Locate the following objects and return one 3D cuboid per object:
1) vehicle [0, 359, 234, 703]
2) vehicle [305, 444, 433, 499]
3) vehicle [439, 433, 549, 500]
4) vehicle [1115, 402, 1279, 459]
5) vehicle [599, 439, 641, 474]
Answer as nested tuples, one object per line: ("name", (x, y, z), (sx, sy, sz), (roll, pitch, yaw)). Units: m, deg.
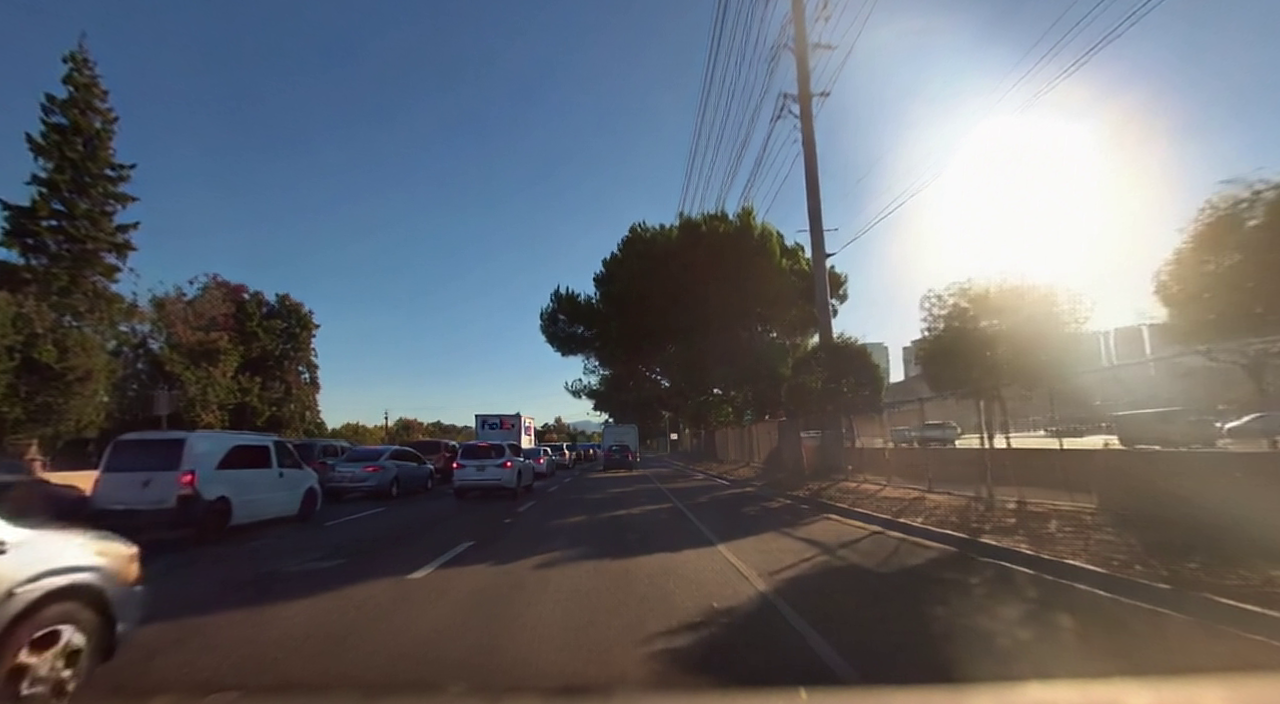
("vehicle", (-3.805, 0.741, 1.616), (2.388, 1.692, 4.684), (0, -8, 0))
("vehicle", (-8.256, 3.640, 19.795), (1.909, 1.473, 5.050), (0, -8, -2))
("vehicle", (-4.028, 3.250, 18.334), (2.057, 1.673, 4.934), (0, -8, 0))
("vehicle", (31.231, 4.432, 35.256), (7.011, 3.014, 2.594), (0, -9, -1))
("vehicle", (-1.065, 5.387, 32.770), (2.055, 1.671, 4.147), (0, -8, -2))
